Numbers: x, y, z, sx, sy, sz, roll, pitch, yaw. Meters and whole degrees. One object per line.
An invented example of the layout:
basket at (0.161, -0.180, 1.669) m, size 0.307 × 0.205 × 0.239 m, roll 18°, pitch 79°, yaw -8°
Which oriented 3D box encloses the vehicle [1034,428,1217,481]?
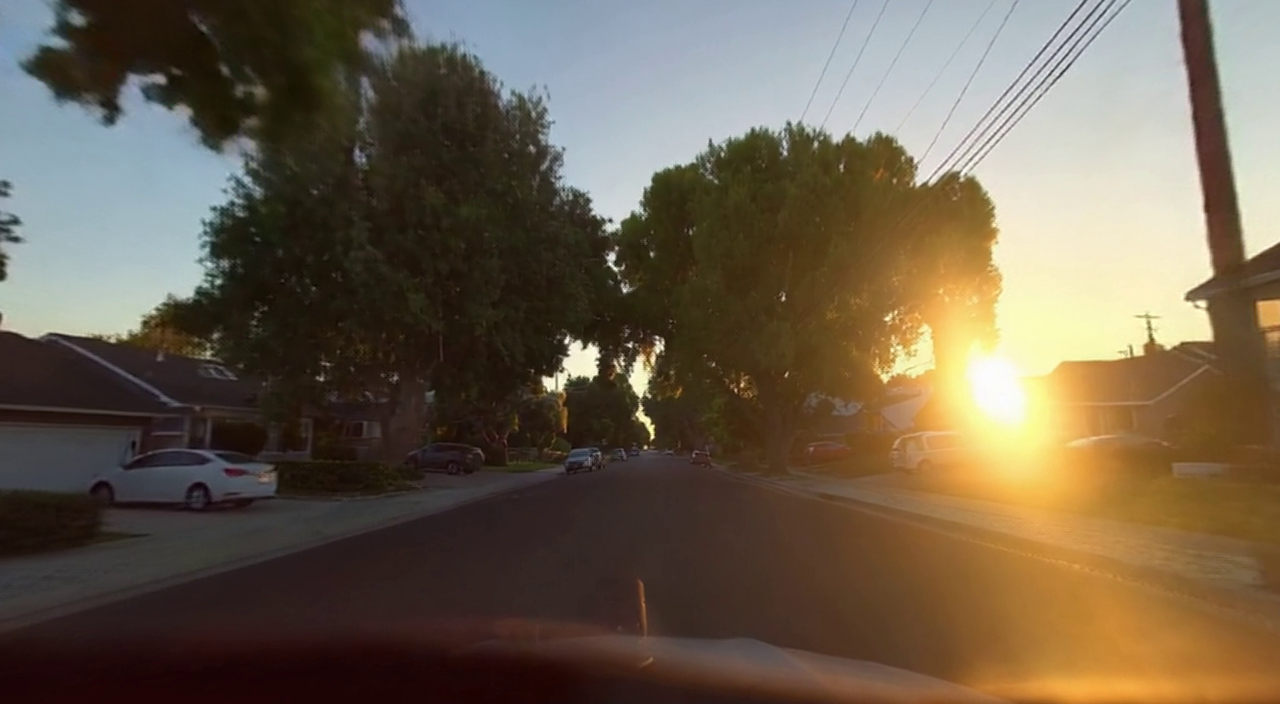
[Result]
vehicle at (15.190, 3.194, 19.782) m, size 4.553 × 1.526 × 2.000 m, roll 2°, pitch -9°, yaw -14°

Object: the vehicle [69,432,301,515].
vehicle at (-11.138, 2.990, 15.606) m, size 4.373 × 1.747 × 2.029 m, roll -4°, pitch -9°, yaw 8°

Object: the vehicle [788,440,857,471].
vehicle at (11.045, 6.281, 38.302) m, size 3.647 × 1.784 × 1.650 m, roll -1°, pitch -9°, yaw 3°

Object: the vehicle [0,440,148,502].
vehicle at (-15.961, 3.186, 17.249) m, size 4.473 × 1.493 × 1.884 m, roll -4°, pitch -9°, yaw 24°

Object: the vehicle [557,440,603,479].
vehicle at (-4.133, 7.471, 44.210) m, size 2.482 × 2.054 × 5.323 m, roll 1°, pitch -3°, yaw 3°

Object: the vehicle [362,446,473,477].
vehicle at (-11.445, 5.657, 32.632) m, size 4.977 × 1.558 × 2.079 m, roll 0°, pitch -9°, yaw 2°
